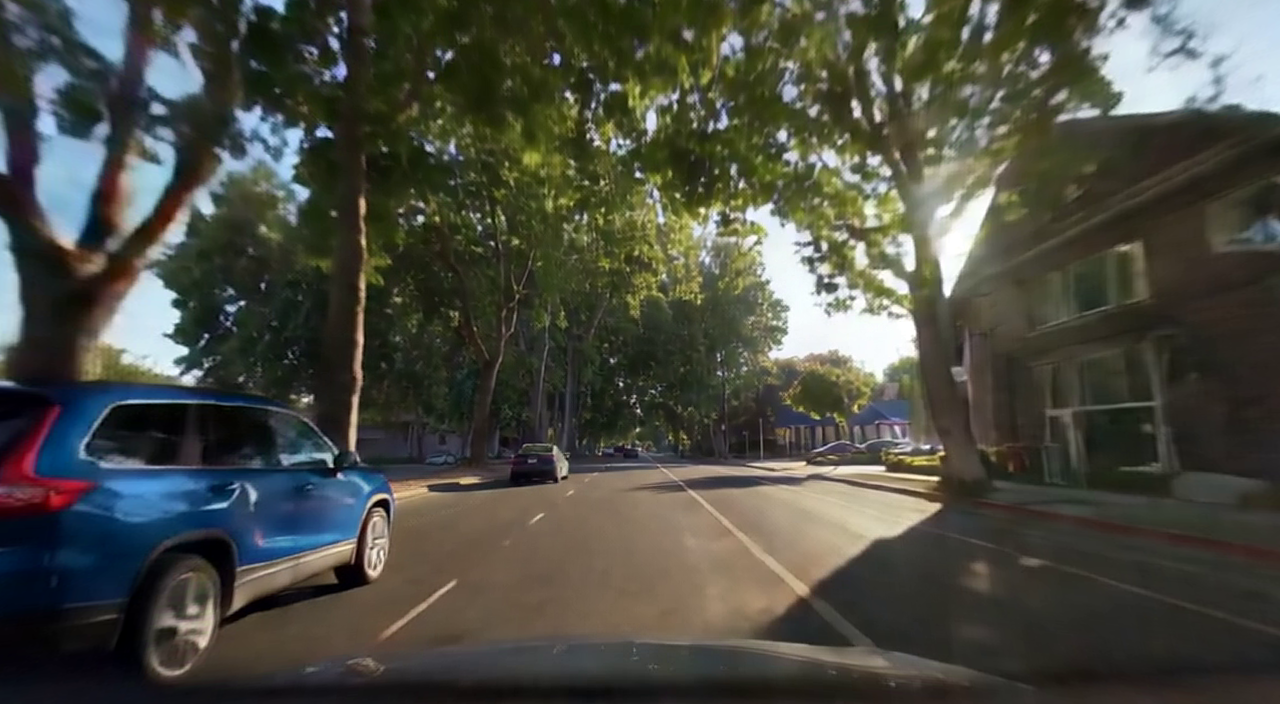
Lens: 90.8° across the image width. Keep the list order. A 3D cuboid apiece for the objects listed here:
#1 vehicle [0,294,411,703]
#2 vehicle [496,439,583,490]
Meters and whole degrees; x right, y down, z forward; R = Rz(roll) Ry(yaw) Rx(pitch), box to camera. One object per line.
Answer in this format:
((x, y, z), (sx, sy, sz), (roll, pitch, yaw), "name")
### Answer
((-3.383, 1.007, 4.309), (2.042, 1.817, 4.364), (0, -8, -1), "vehicle")
((-3.157, 3.647, 20.807), (2.069, 1.470, 4.601), (0, -8, 0), "vehicle")
